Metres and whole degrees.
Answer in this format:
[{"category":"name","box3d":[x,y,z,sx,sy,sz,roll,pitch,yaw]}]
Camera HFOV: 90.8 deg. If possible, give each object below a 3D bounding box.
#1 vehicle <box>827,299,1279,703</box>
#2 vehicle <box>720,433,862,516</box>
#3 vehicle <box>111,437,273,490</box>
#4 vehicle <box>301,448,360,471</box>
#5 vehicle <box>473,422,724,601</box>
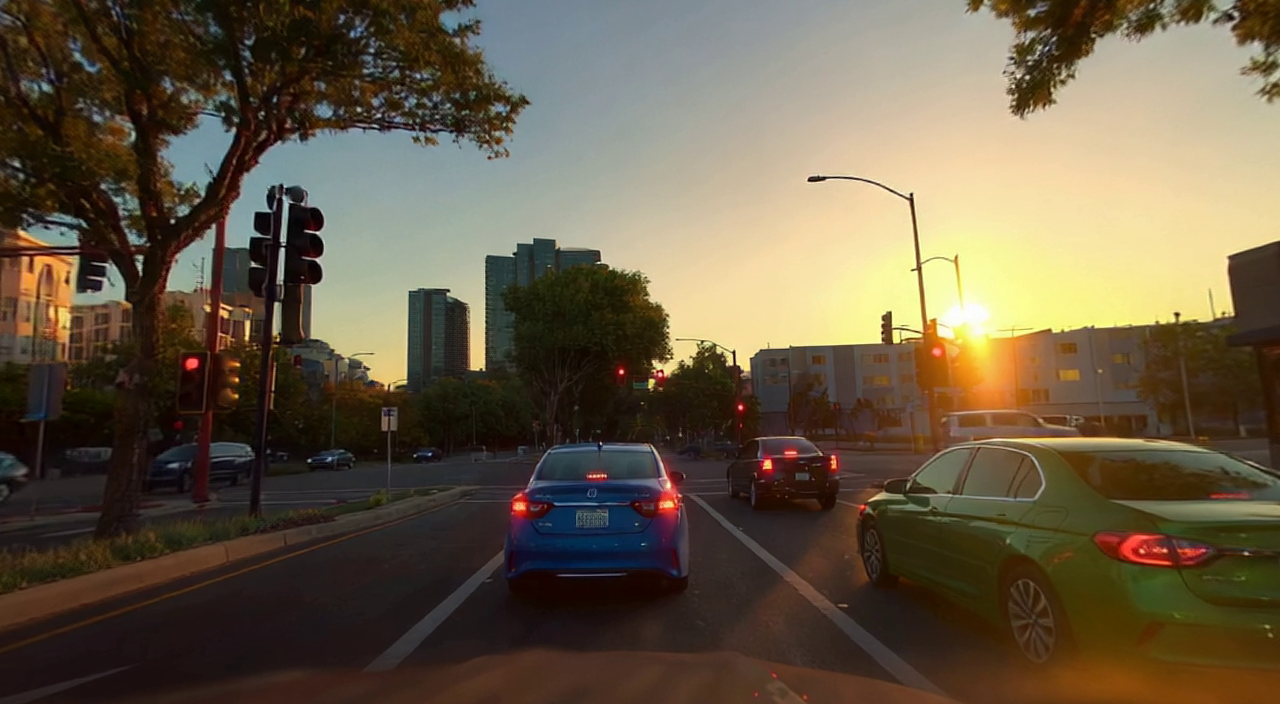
[{"category":"vehicle","box3d":[3.581,1.107,5.054,2.572,1.945,5.065,0,-8,0]},{"category":"vehicle","box3d":[3.162,2.664,14.314,2.026,1.549,4.559,0,-8,-1]},{"category":"vehicle","box3d":[-17.941,4.477,25.843,2.308,1.903,5.813,0,-8,0]},{"category":"vehicle","box3d":[-21.978,7.644,45.032,1.863,1.496,4.389,0,-8,1]},{"category":"vehicle","box3d":[-0.373,1.652,7.407,2.143,1.520,3.848,0,-8,-1]}]
